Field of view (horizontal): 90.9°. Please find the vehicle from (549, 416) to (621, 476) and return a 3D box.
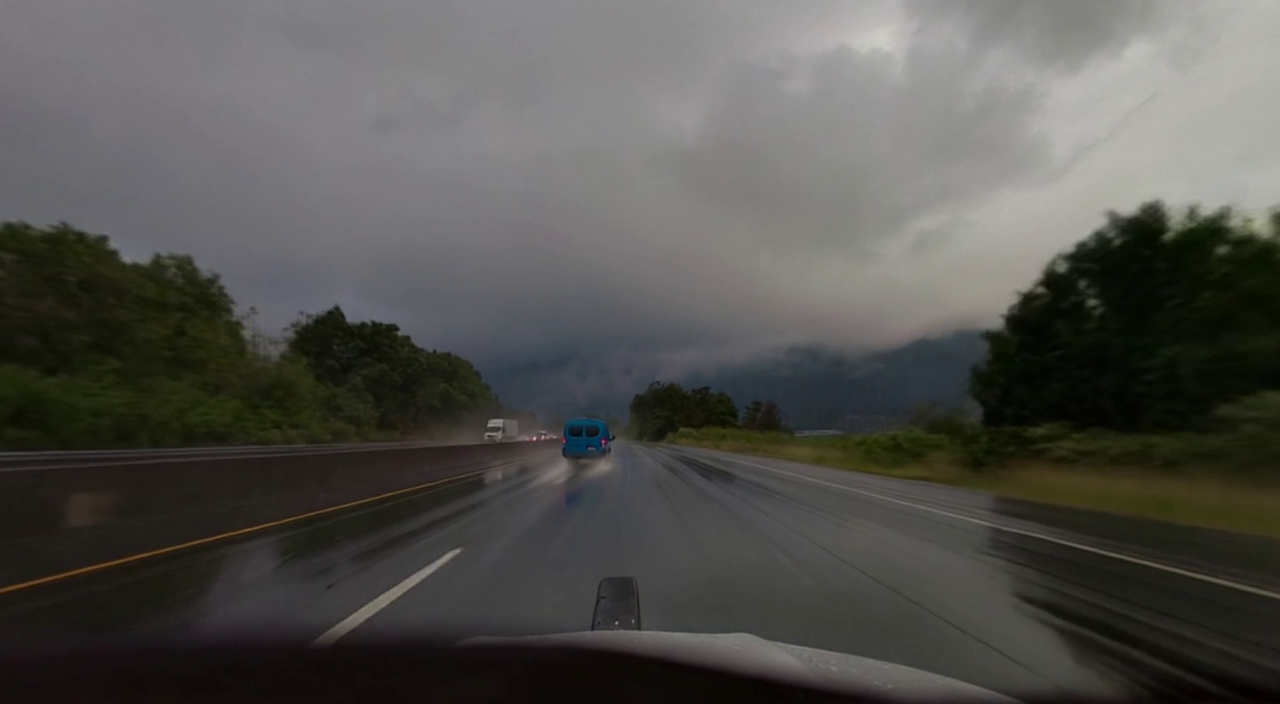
[{"bbox_3d":[-1.939,3.530,23.934,2.297,2.011,4.736,0,-8,0],"label":"vehicle"}]
